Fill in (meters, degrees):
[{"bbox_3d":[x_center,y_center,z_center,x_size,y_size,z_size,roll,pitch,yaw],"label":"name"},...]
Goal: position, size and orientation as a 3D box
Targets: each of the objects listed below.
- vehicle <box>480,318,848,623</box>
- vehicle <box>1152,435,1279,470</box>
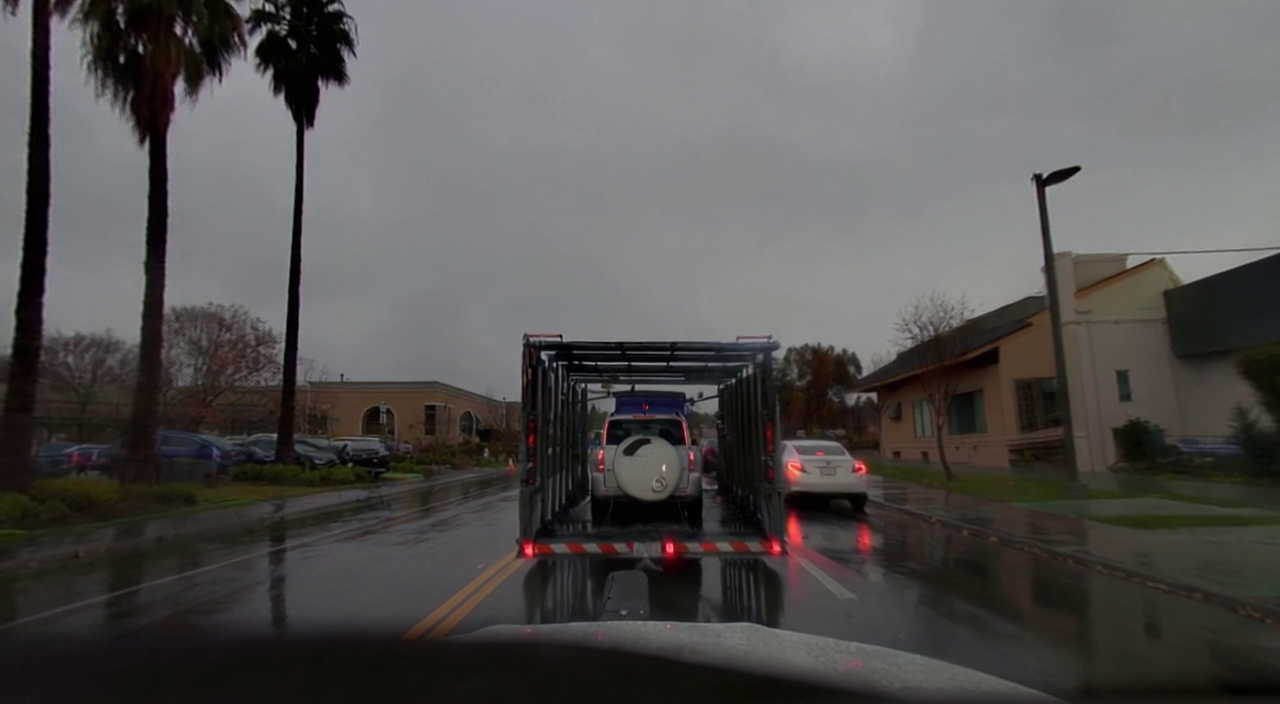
[{"bbox_3d":[0.172,1.345,8.041,2.728,2.305,6.506,0,-8,0],"label":"vehicle"},{"bbox_3d":[28.570,4.985,31.367,4.193,1.633,1.928,-4,-9,26],"label":"vehicle"}]
